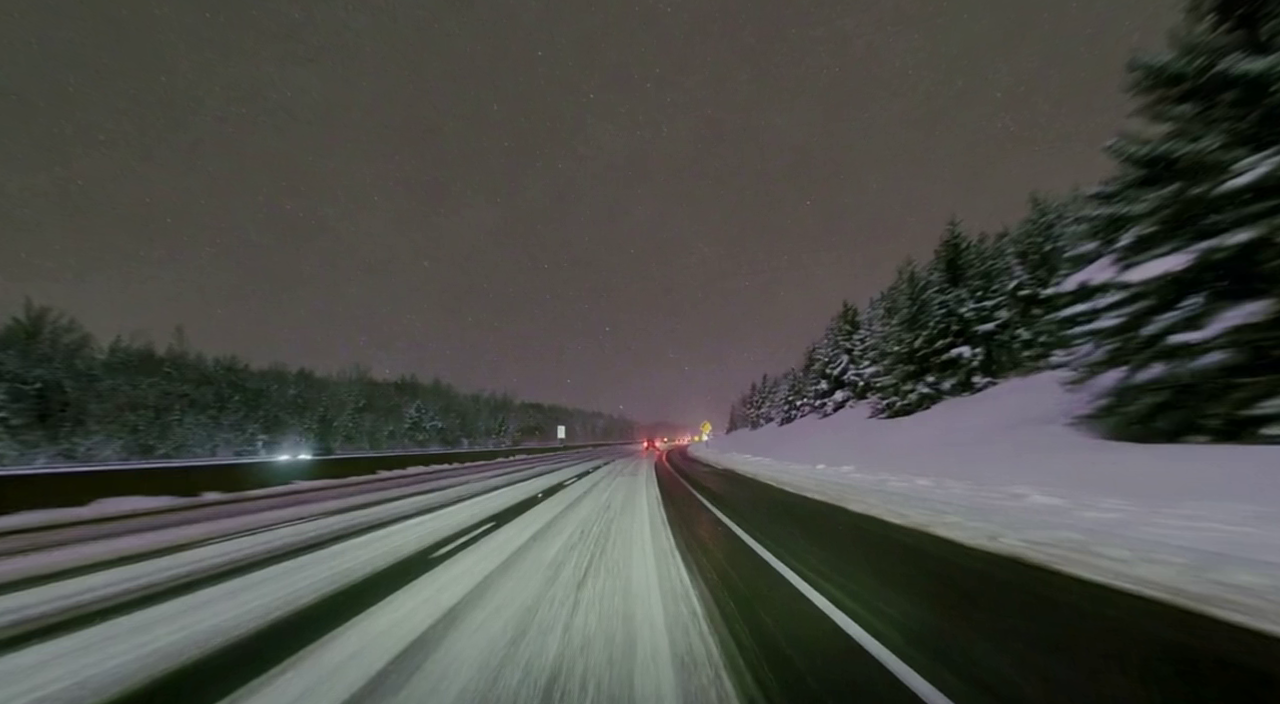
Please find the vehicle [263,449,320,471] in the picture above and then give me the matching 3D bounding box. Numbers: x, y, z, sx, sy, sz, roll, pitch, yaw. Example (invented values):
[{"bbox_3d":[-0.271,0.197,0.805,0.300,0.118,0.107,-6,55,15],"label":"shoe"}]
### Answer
[{"bbox_3d":[-25.572,7.916,46.253,1.840,1.461,3.823,-1,-9,2],"label":"vehicle"}]
